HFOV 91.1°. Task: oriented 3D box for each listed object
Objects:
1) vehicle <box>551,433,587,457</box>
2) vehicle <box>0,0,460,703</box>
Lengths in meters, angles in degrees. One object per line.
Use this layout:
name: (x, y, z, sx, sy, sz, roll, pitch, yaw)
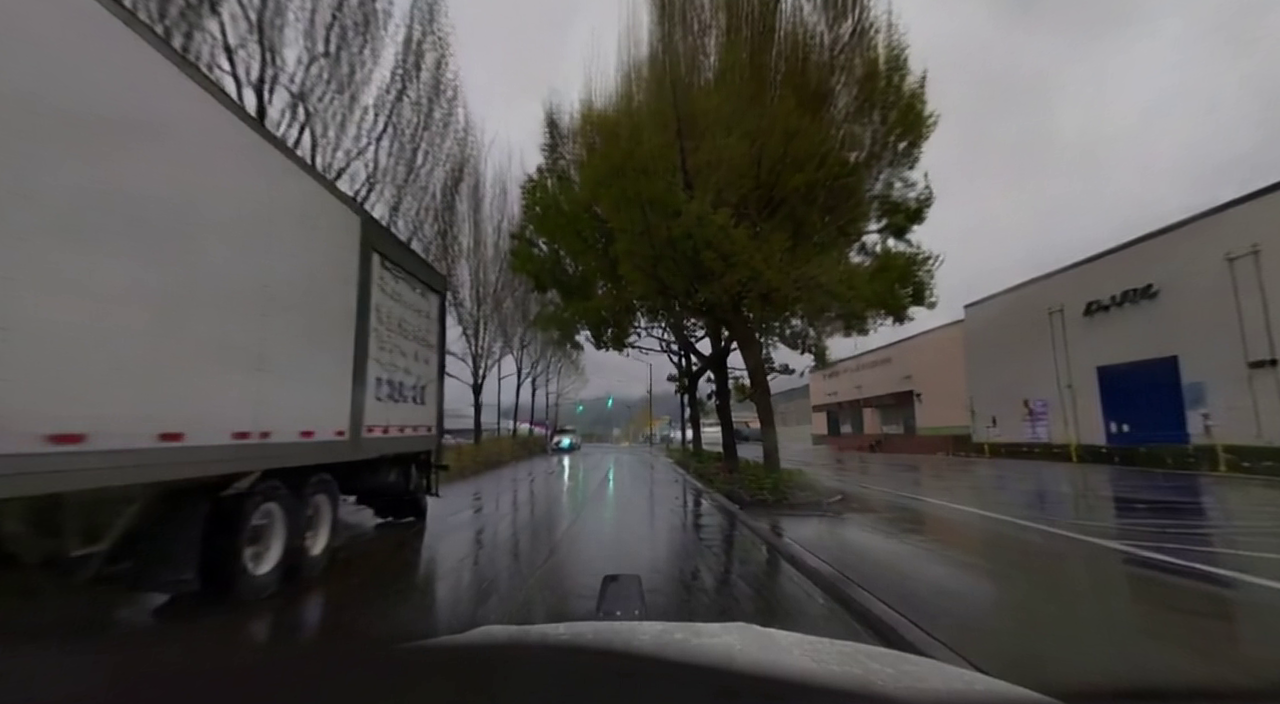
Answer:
vehicle: (-5.170, 6.844, 46.445, 2.079, 1.664, 4.370, 0, -8, 1)
vehicle: (-4.772, -0.350, 3.677, 2.976, 4.754, 15.127, -1, -7, 0)
